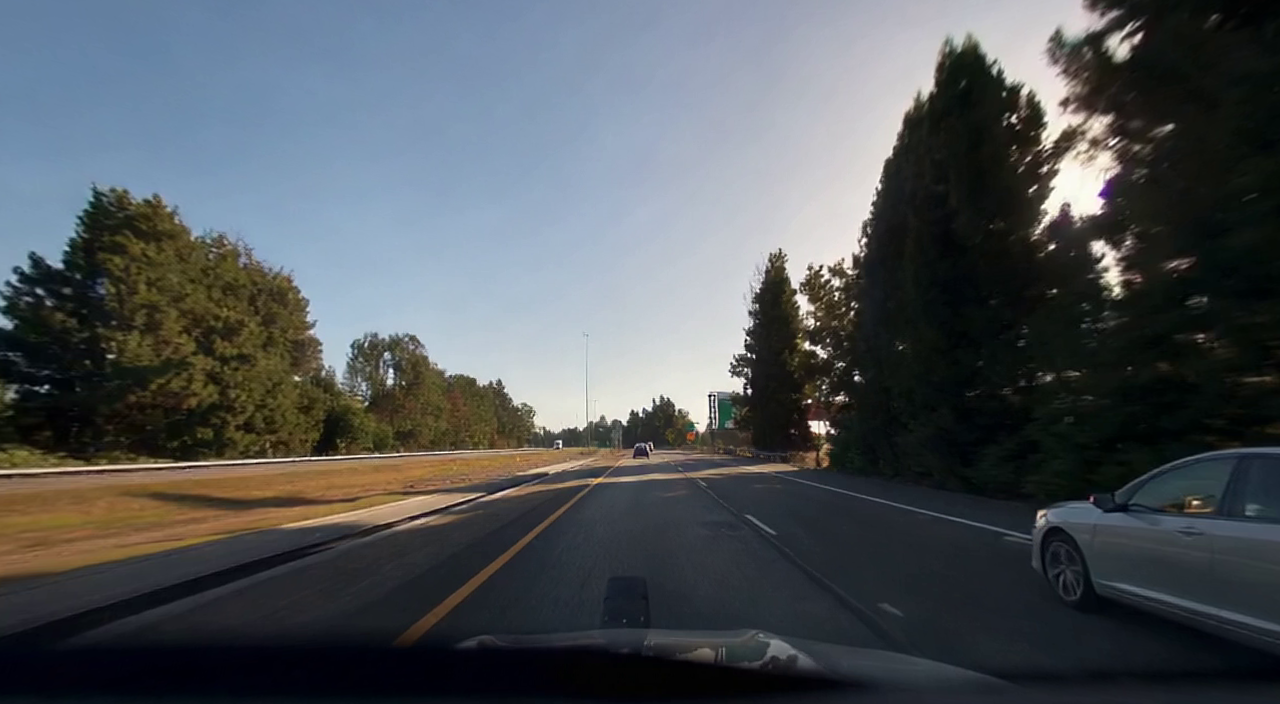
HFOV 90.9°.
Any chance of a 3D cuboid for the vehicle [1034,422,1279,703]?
[{"bbox_3d":[3.611,0.884,1.764,1.959,1.428,4.828,0,-8,1],"label":"vehicle"}]
